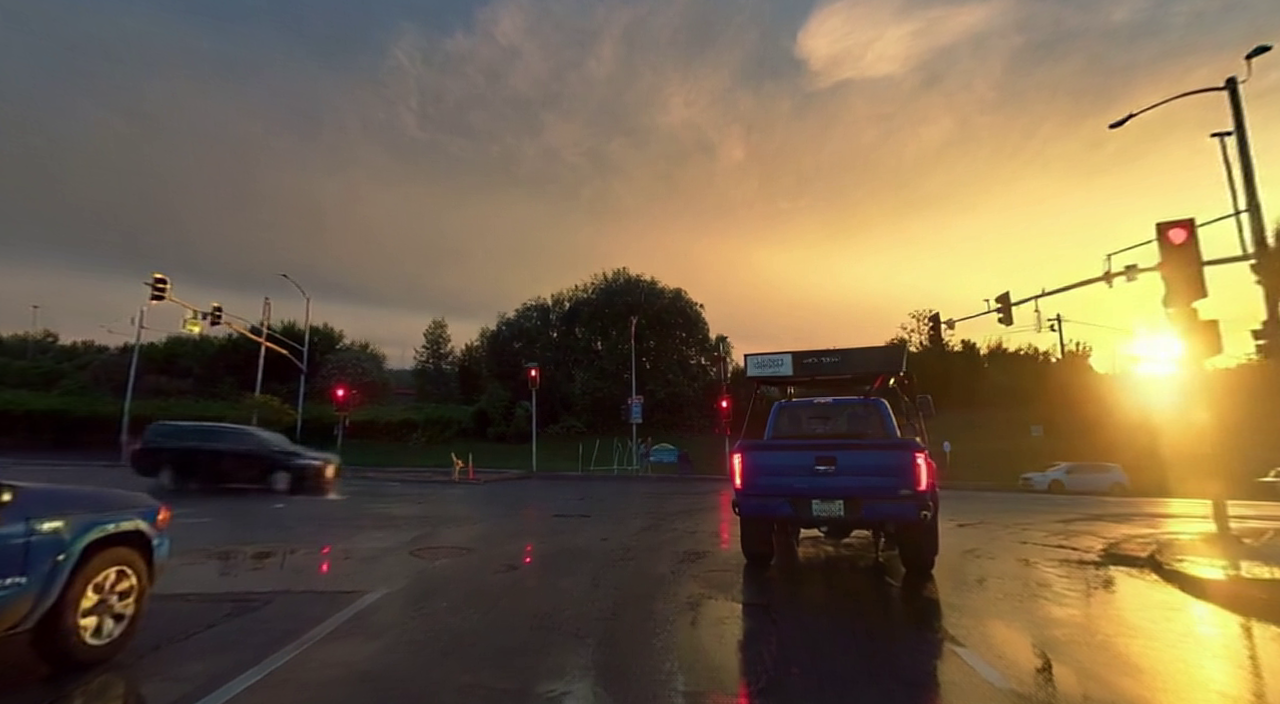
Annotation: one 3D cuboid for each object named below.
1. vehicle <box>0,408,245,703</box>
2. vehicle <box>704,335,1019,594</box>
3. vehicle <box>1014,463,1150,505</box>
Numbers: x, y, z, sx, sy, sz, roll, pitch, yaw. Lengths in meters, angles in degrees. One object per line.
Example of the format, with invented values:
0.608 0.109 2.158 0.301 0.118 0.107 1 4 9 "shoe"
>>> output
-4.050 0.957 2.623 1.913 1.491 4.547 0 -9 -1 "vehicle"
2.644 1.496 9.106 2.851 2.400 5.978 -2 -9 11 "vehicle"
19.280 5.761 27.639 4.356 1.498 1.957 -3 -8 2 "vehicle"
